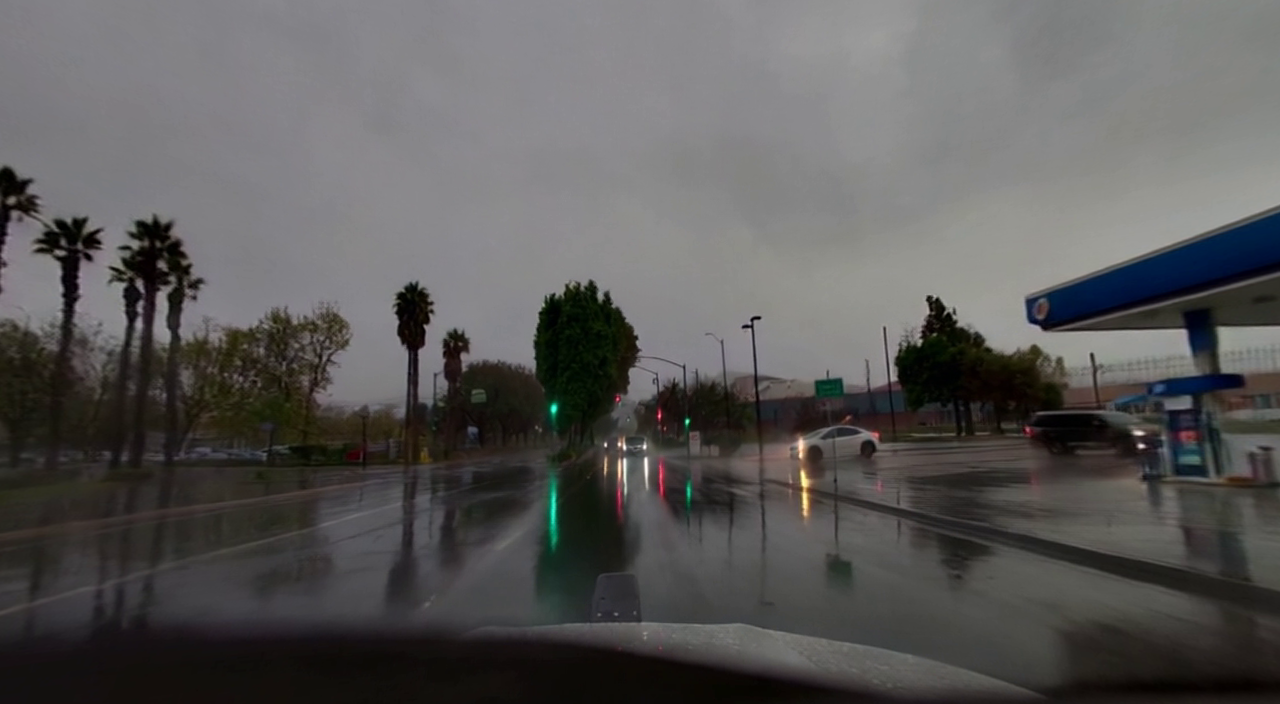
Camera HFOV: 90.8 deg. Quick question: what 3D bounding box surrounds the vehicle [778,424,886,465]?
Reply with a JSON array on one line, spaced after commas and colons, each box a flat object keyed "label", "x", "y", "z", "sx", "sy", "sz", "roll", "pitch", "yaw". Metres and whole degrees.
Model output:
[{"label": "vehicle", "x": 10.651, "y": 5.104, "z": 34.791, "sx": 6.059, "sy": 2.082, "sz": 2.703, "roll": 7, "pitch": -11, "yaw": -39}]

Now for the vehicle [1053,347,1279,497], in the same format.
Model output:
[{"label": "vehicle", "x": 13.451, "y": 1.467, "z": 12.883, "sx": 2.944, "sy": 2.783, "sz": 10.332, "roll": 0, "pitch": -9, "yaw": -1}]
